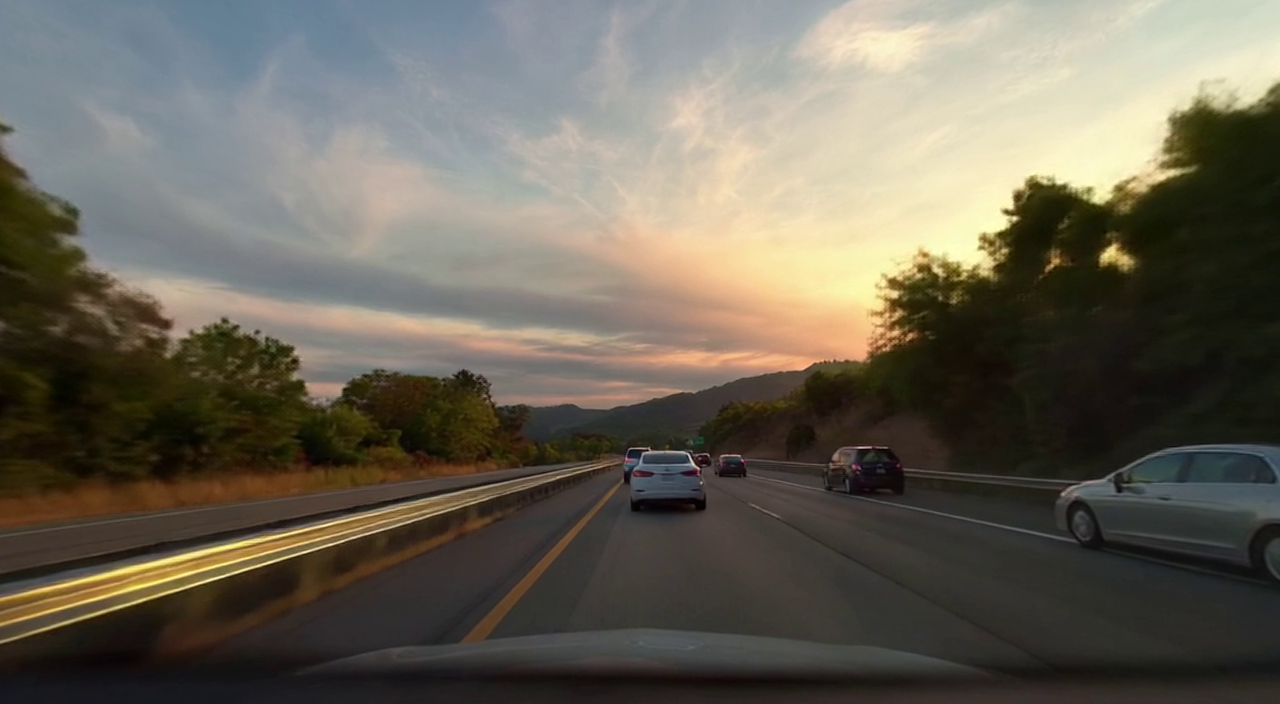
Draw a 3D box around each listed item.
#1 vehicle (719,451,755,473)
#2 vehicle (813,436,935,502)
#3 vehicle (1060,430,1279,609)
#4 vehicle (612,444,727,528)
[{"bbox_3d":[6.765,7.727,44.382,1.921,1.451,3.841,0,-9,0],"label":"vehicle"},{"bbox_3d":[6.789,3.444,18.869,1.980,1.702,4.235,0,-9,0],"label":"vehicle"},{"bbox_3d":[6.354,1.501,5.916,1.965,1.484,4.090,0,-9,0],"label":"vehicle"},{"bbox_3d":[0.552,2.738,13.373,2.076,1.485,3.774,0,-9,0],"label":"vehicle"}]
